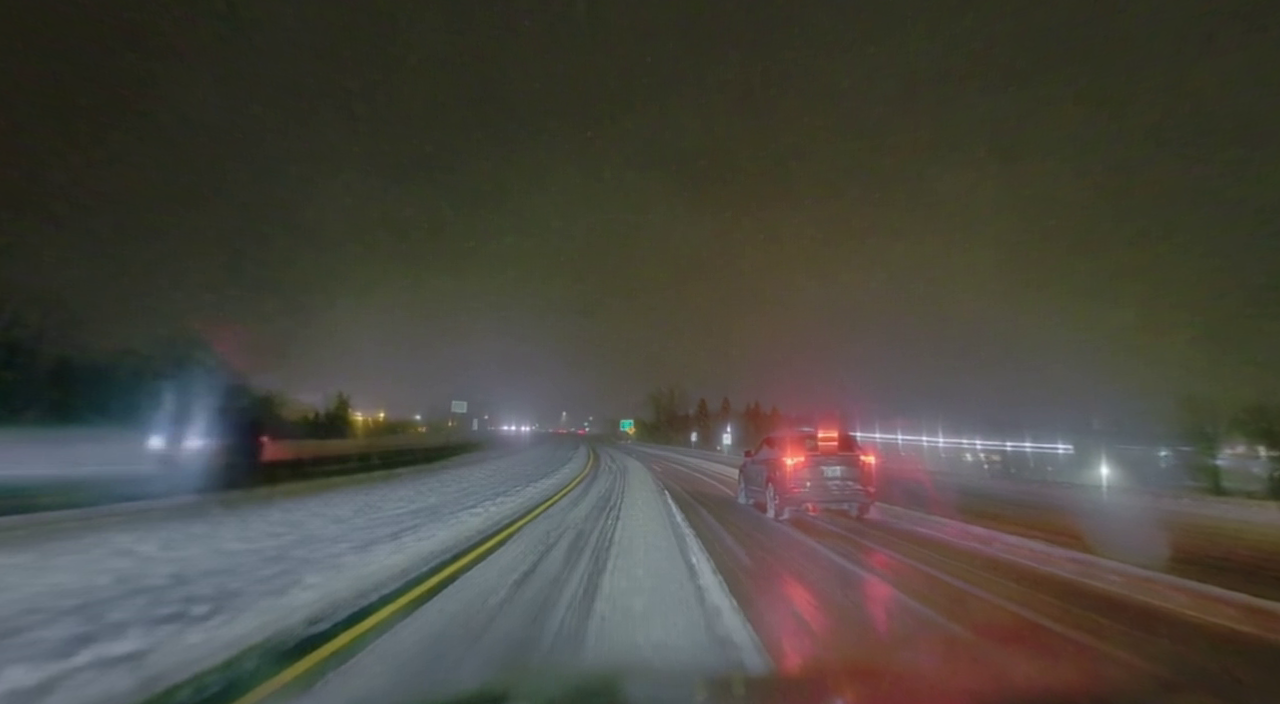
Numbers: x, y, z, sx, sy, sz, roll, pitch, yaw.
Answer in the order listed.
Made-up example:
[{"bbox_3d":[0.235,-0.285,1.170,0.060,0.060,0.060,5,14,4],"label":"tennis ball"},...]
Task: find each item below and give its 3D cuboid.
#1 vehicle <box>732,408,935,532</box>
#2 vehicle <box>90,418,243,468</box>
[{"bbox_3d":[3.023,1.961,10.988,2.059,1.715,4.192,0,-8,-2],"label":"vehicle"},{"bbox_3d":[-19.367,3.786,26.257,2.204,1.834,5.549,0,-8,-2],"label":"vehicle"}]
